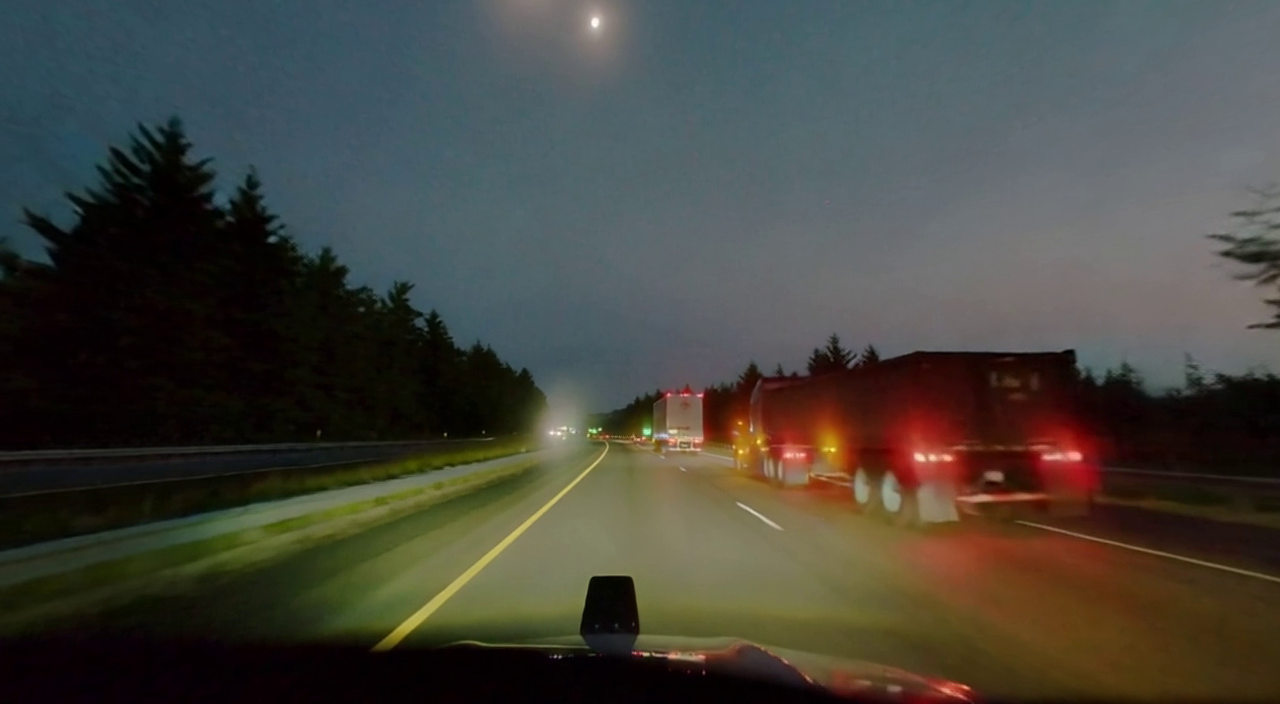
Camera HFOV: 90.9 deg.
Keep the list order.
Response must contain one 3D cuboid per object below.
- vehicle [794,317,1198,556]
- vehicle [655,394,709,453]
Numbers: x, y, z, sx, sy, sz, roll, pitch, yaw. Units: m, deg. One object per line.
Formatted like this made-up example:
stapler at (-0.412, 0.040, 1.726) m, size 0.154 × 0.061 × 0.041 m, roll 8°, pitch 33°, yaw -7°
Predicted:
vehicle at (4.847, 1.360, 10.421) m, size 2.741 × 2.716 × 6.323 m, roll 0°, pitch -8°, yaw -2°
vehicle at (3.048, 5.768, 49.826) m, size 2.974 × 4.003 × 12.849 m, roll 1°, pitch -8°, yaw -2°
